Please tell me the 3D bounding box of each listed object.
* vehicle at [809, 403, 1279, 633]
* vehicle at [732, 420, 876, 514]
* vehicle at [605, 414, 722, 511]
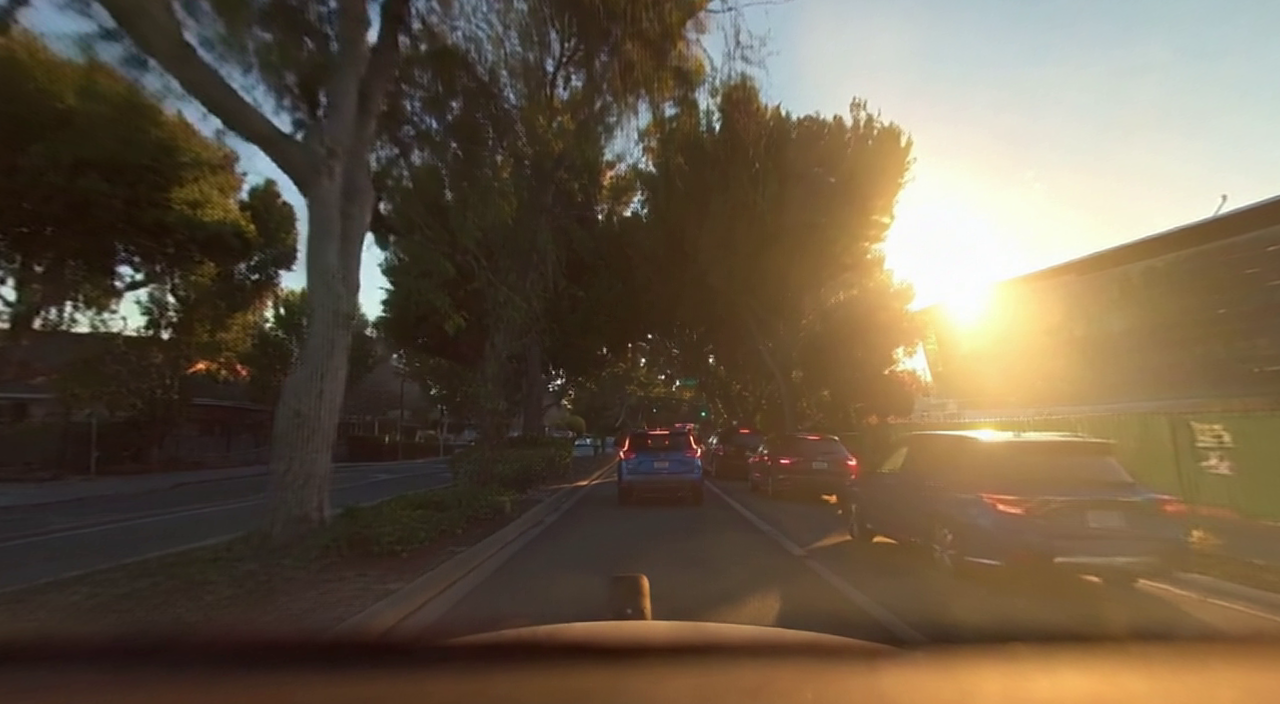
[{"bbox_3d":[3.682,1.605,7.201,2.138,1.699,4.852,0,-9,0],"label":"vehicle"},{"bbox_3d":[3.835,2.816,15.933,2.238,1.958,5.250,0,-9,1],"label":"vehicle"},{"bbox_3d":[0.526,2.585,15.074,2.386,1.947,4.168,-1,-9,1],"label":"vehicle"}]
